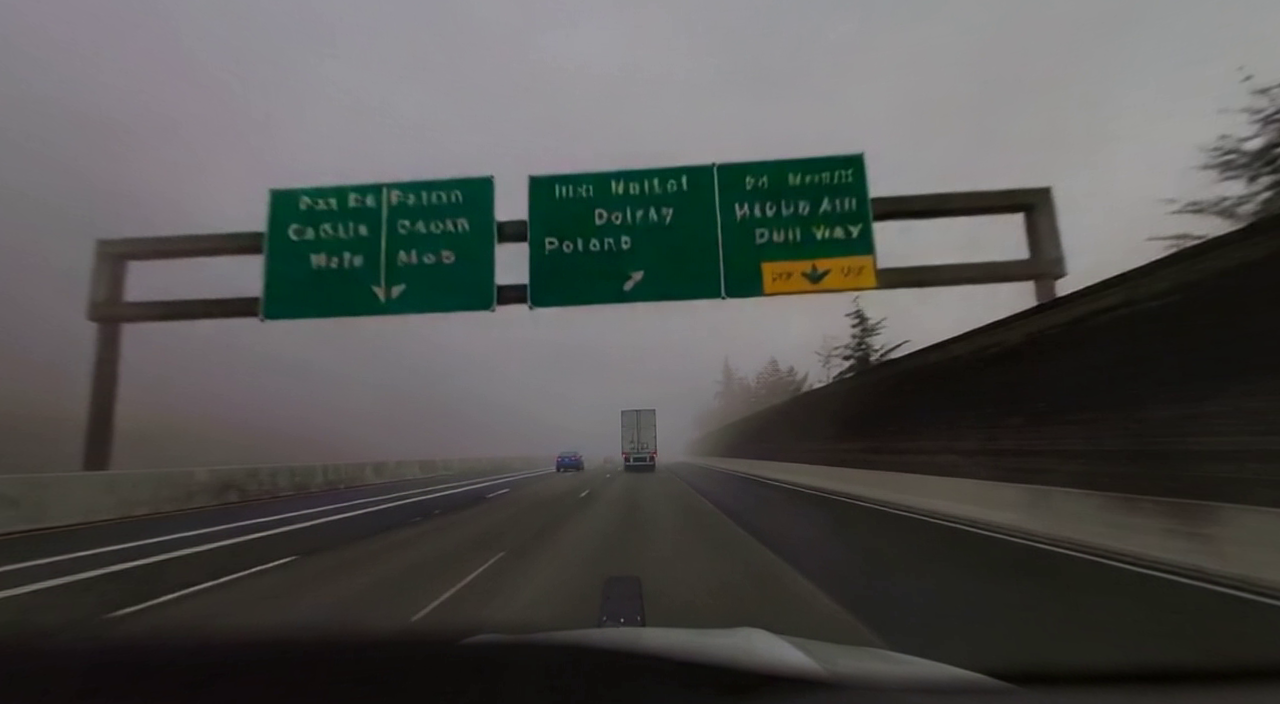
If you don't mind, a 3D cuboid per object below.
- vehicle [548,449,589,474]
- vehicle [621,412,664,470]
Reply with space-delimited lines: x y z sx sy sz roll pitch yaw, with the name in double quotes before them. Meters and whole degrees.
"vehicle" -4.508 6.947 40.275 1.977 1.478 4.702 0 -9 1
"vehicle" 0.221 7.008 49.271 2.980 4.051 10.359 0 -9 1
